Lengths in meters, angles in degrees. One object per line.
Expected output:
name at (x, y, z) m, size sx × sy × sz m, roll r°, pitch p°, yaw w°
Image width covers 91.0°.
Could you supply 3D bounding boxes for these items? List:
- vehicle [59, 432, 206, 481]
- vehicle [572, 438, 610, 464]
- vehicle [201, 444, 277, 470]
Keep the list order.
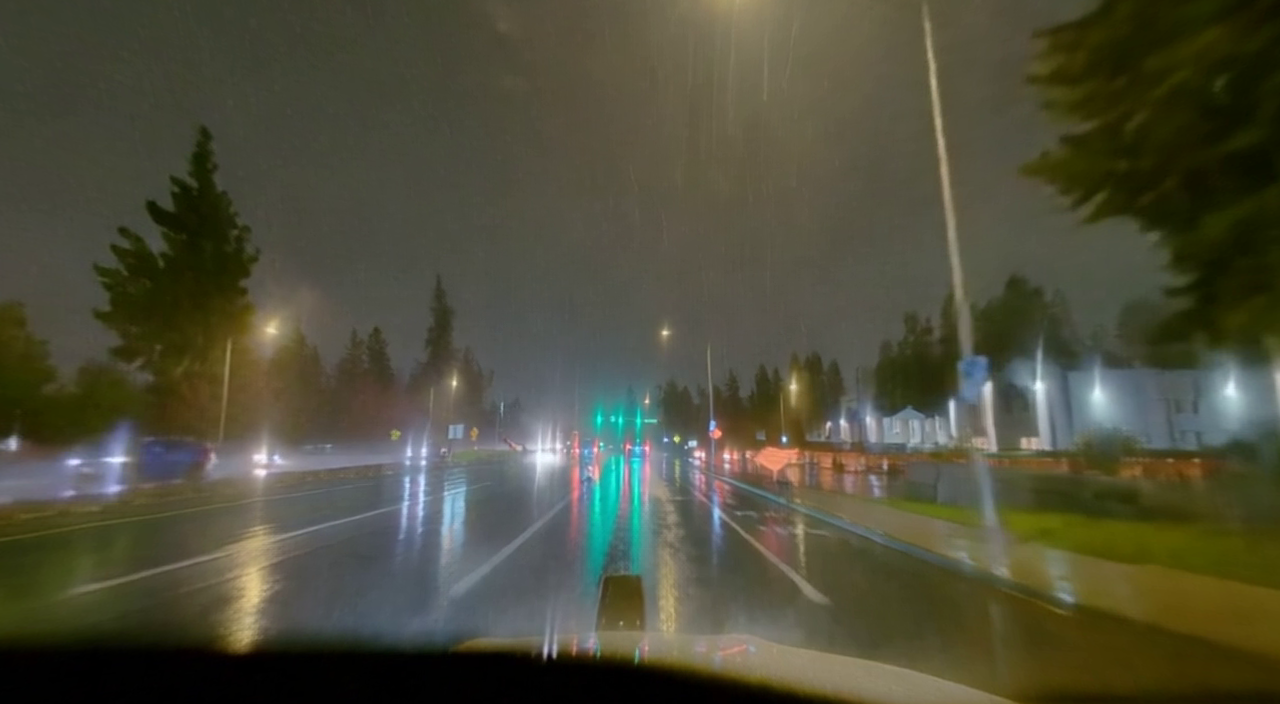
vehicle at (-20.791, 4.286, 26.152) m, size 2.046 × 1.823 × 4.753 m, roll 0°, pitch -9°, yaw 1°
vehicle at (-3.317, 6.873, 43.689) m, size 2.198 × 1.663 × 4.519 m, roll 0°, pitch -8°, yaw 1°
vehicle at (-24.746, 6.489, 39.058) m, size 1.834 × 1.502 × 4.346 m, roll 0°, pitch -9°, yaw 0°
